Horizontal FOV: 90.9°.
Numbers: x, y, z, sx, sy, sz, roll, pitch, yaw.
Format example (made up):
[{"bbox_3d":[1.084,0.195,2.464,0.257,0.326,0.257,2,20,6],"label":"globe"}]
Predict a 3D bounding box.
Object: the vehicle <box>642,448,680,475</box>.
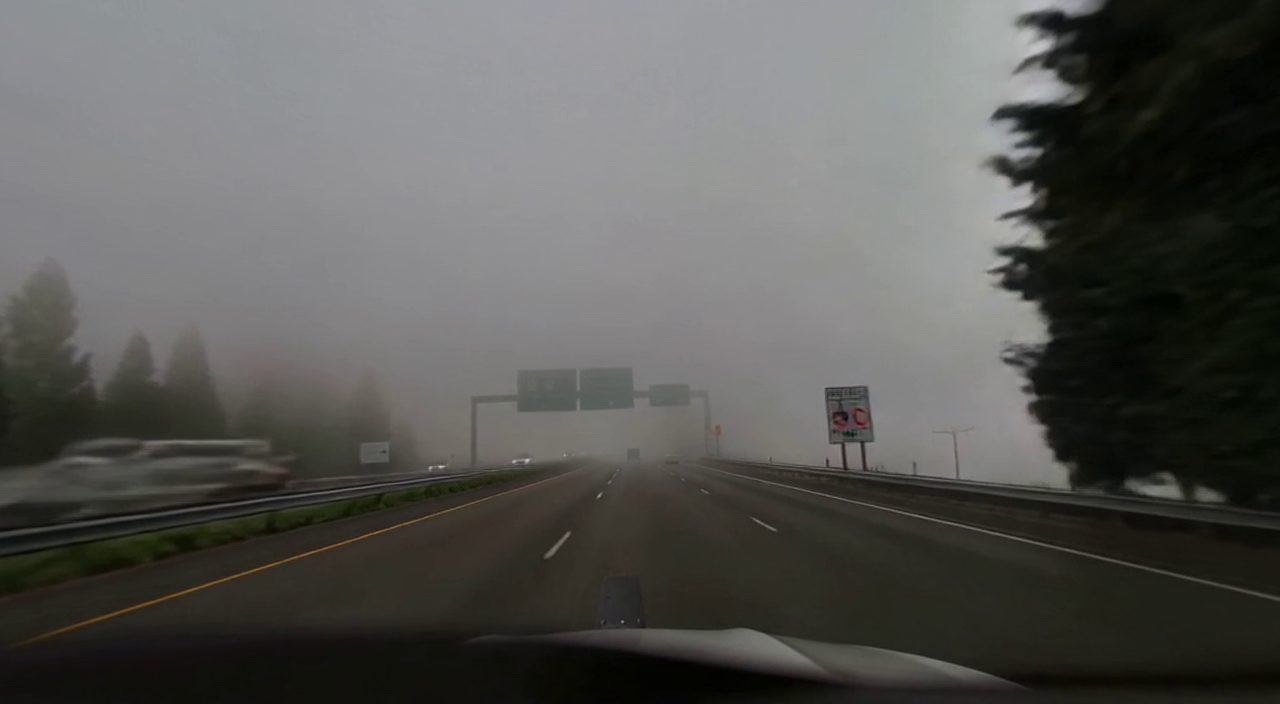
[{"bbox_3d":[1.178,6.348,36.789,2.036,1.457,3.471,0,-9,-1],"label":"vehicle"}]
